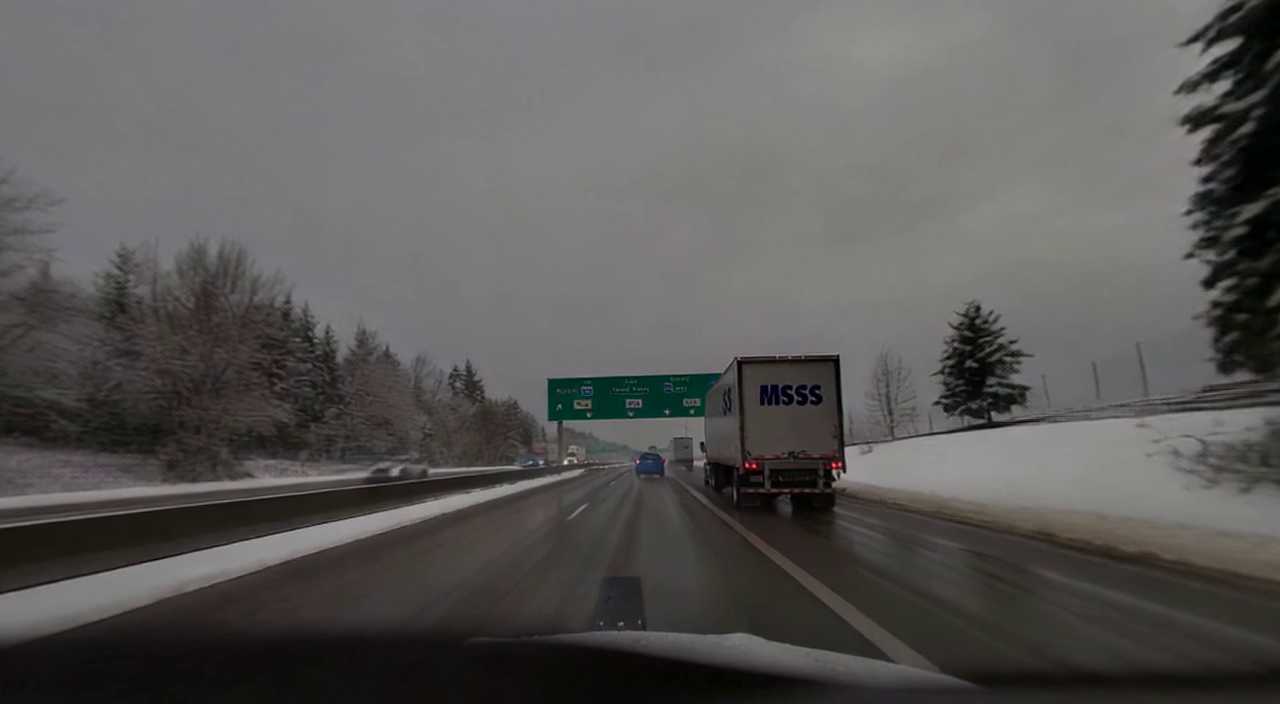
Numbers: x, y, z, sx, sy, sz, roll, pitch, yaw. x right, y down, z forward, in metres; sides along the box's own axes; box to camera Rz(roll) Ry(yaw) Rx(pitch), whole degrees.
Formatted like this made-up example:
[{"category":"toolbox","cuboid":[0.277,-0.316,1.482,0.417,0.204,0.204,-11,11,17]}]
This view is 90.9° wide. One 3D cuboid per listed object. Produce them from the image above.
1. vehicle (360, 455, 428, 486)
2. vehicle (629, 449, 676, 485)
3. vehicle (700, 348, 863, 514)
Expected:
[{"category":"vehicle","cuboid":[-12.848,6.215,33.204,1.804,1.450,4.182,0,-9,2]},{"category":"vehicle","cuboid":[0.605,5.582,30.977,2.121,1.642,3.828,0,-9,1]},{"category":"vehicle","cuboid":[4.179,3.013,22.771,3.002,4.104,14.174,0,-9,2]}]
